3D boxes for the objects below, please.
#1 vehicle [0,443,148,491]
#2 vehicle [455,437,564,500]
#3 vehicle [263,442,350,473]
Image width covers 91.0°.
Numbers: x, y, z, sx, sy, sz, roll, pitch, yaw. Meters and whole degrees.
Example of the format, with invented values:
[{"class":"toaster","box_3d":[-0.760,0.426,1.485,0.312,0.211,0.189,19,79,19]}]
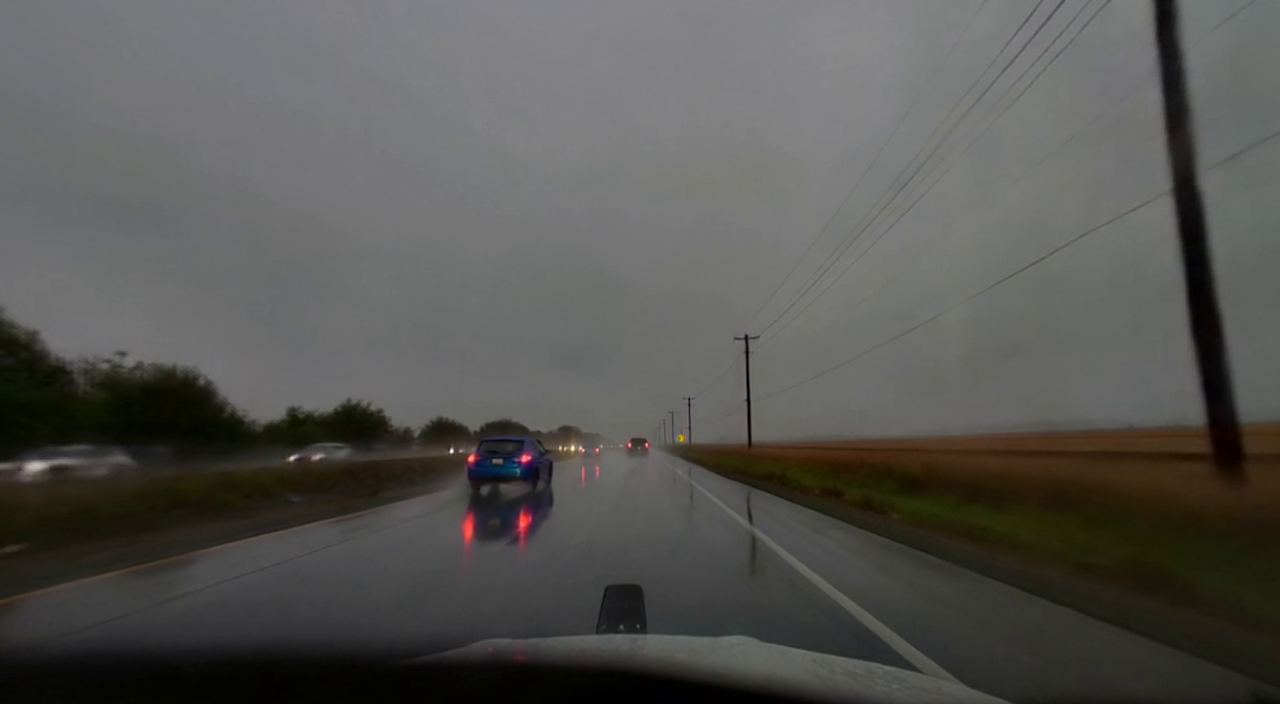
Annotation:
[{"class":"vehicle","box_3d":[-24.966,4.930,27.439,2.182,1.824,6.035,0,-9,0]},{"class":"vehicle","box_3d":[-3.676,3.383,18.755,2.120,1.597,4.810,0,-9,1]},{"class":"vehicle","box_3d":[-20.714,6.578,39.485,2.218,1.811,5.782,0,-9,0]}]
